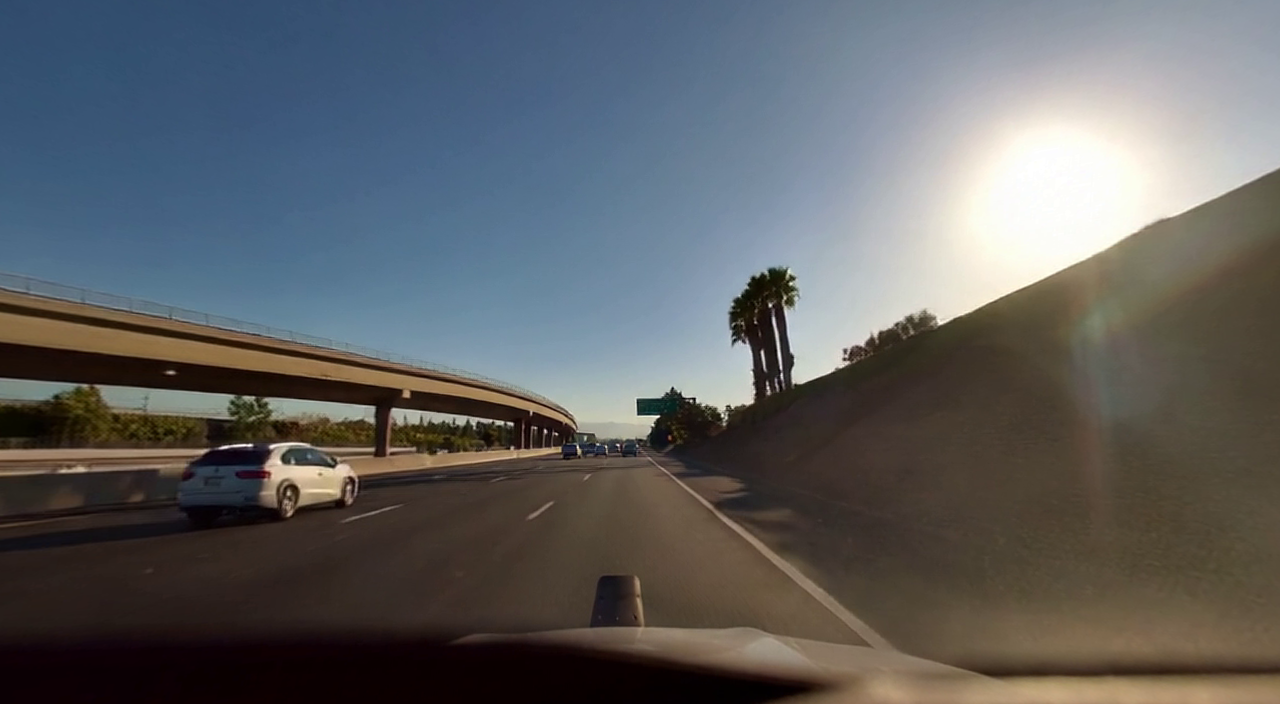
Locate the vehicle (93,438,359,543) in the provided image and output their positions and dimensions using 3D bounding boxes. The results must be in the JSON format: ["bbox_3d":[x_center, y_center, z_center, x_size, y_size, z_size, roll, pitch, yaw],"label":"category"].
[{"bbox_3d":[-6.986,2.333,11.374,1.914,1.503,4.268,0,-8,-1],"label":"vehicle"}]
